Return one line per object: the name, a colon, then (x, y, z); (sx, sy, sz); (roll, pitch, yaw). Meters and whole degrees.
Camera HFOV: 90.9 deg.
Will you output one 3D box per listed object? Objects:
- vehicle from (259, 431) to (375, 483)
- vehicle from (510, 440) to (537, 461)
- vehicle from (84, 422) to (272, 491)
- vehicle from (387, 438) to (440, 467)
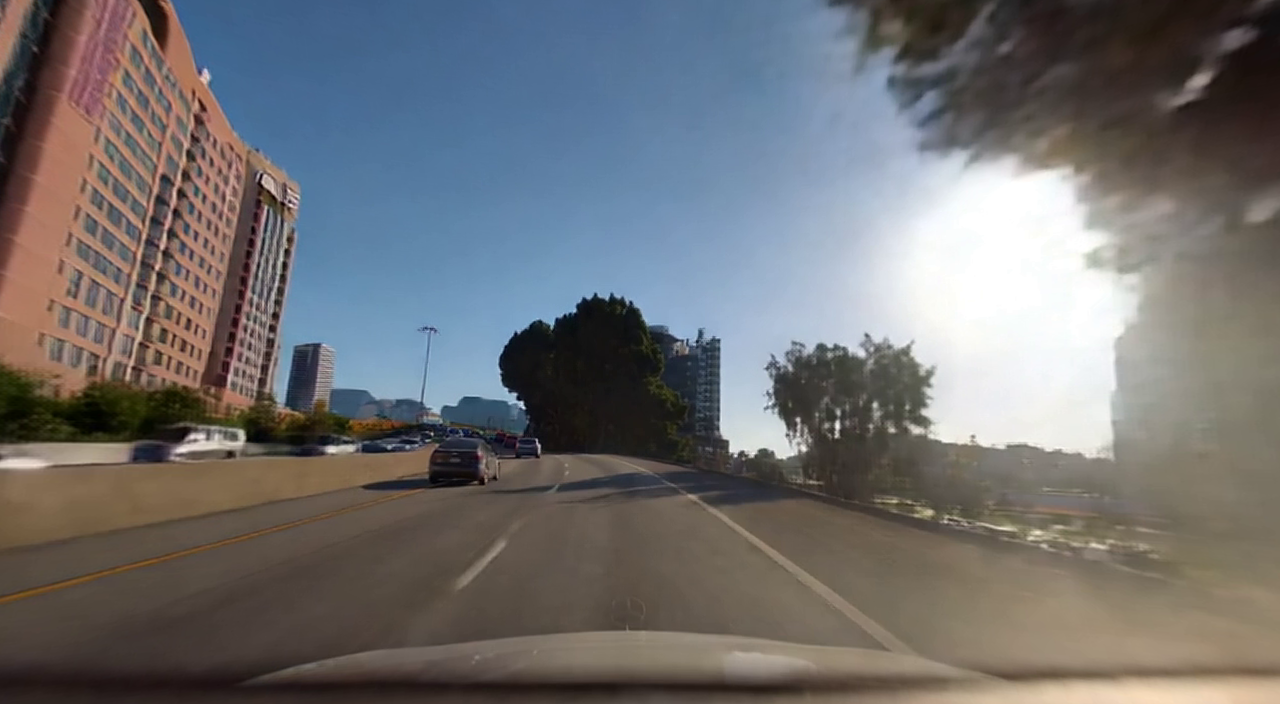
vehicle: (-11.701, 3.818, 23.256); (2.028, 1.675, 4.870); (0, -8, -5)
vehicle: (-8.690, 7.392, 47.313); (1.885, 1.469, 4.211); (1, -9, -9)
vehicle: (-15.006, 3.443, 21.079); (2.236, 1.947, 5.807); (0, -8, -5)
vehicle: (-12.927, 5.757, 36.232); (1.897, 1.538, 4.033); (1, -9, -6)
